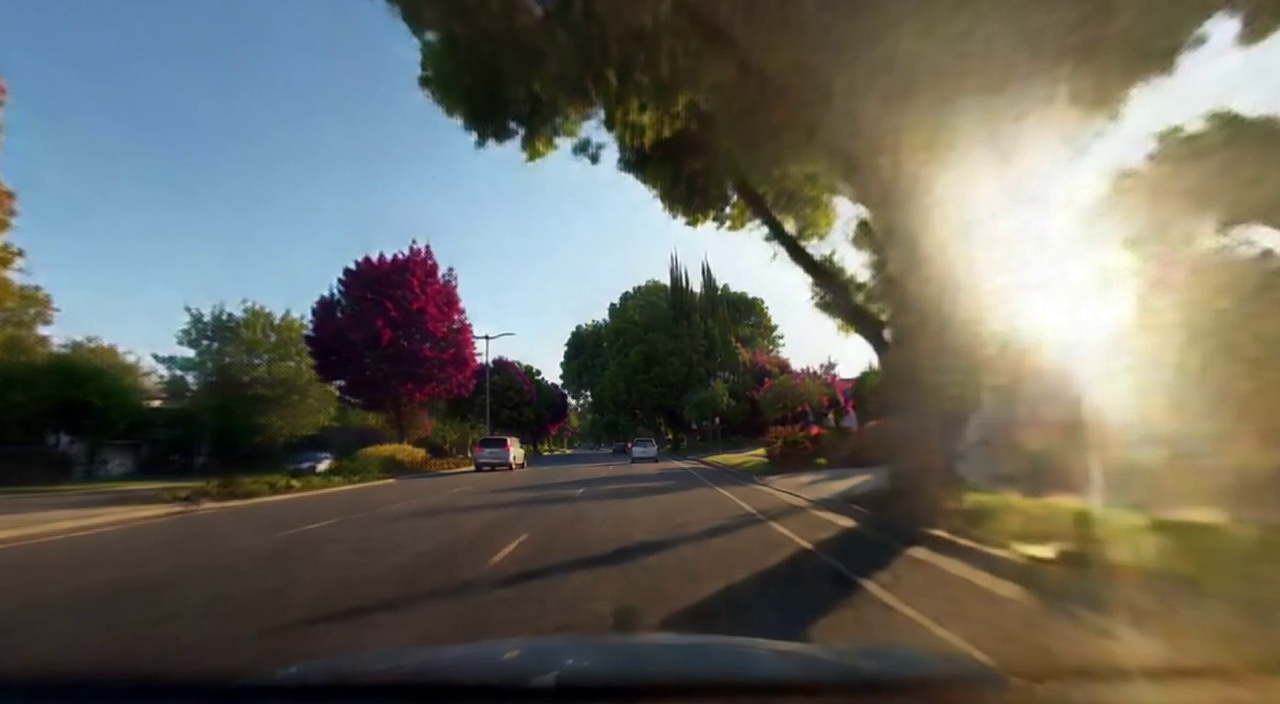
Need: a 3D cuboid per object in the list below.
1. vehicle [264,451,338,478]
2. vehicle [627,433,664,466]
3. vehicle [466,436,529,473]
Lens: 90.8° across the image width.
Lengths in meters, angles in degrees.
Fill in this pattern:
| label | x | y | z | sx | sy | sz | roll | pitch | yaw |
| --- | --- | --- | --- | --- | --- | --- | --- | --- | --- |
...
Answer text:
| label | x | y | z | sx | sy | sz | roll | pitch | yaw |
| --- | --- | --- | --- | --- | --- | --- | --- | --- | --- |
| vehicle | -20.704 | 6.876 | 38.815 | 1.877 | 1.507 | 4.722 | 0 | -8 | 1 |
| vehicle | 0.329 | 5.744 | 37.291 | 2.070 | 1.764 | 4.552 | 0 | -8 | 1 |
| vehicle | -6.908 | 5.015 | 31.080 | 1.993 | 1.657 | 4.487 | -1 | -8 | 1 |
